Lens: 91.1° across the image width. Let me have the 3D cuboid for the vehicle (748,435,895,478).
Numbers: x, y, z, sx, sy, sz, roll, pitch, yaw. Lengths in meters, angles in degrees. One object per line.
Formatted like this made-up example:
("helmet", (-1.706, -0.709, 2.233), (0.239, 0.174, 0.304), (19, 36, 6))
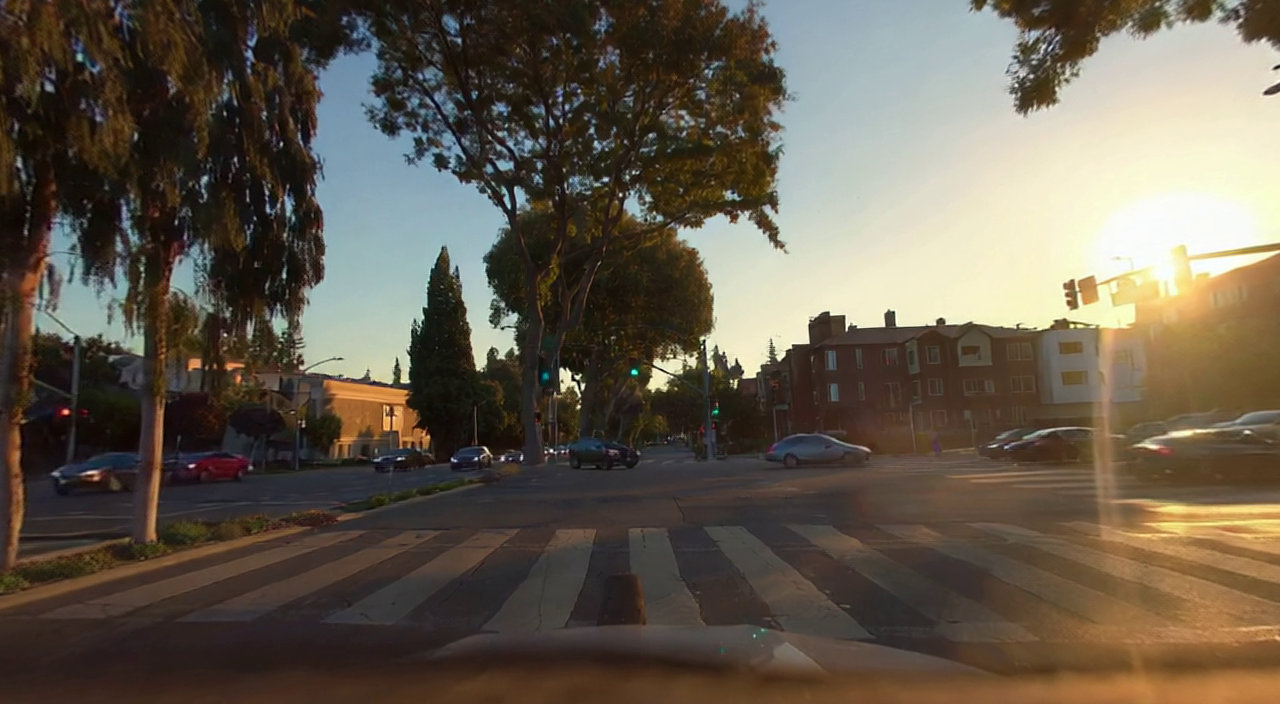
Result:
("vehicle", (6.925, 3.988, 24.211), (5.017, 1.515, 2.006), (-6, -10, 34))

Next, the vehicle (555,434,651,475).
("vehicle", (-1.911, 5.007, 31.033), (2.276, 1.842, 4.958), (7, -11, -39))

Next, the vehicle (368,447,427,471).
("vehicle", (-15.604, 6.903, 40.688), (1.981, 1.438, 4.607), (0, -8, 1))

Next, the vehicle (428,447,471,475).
("vehicle", (-9.942, 5.595, 32.549), (1.921, 1.304, 4.050), (3, -9, -19))

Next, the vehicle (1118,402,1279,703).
("vehicle", (3.092, 0.662, 0.454), (1.990, 1.454, 4.490), (0, -8, 1))

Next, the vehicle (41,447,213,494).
("vehicle", (-18.093, 4.176, 22.520), (2.203, 1.471, 4.723), (0, -8, -1))
